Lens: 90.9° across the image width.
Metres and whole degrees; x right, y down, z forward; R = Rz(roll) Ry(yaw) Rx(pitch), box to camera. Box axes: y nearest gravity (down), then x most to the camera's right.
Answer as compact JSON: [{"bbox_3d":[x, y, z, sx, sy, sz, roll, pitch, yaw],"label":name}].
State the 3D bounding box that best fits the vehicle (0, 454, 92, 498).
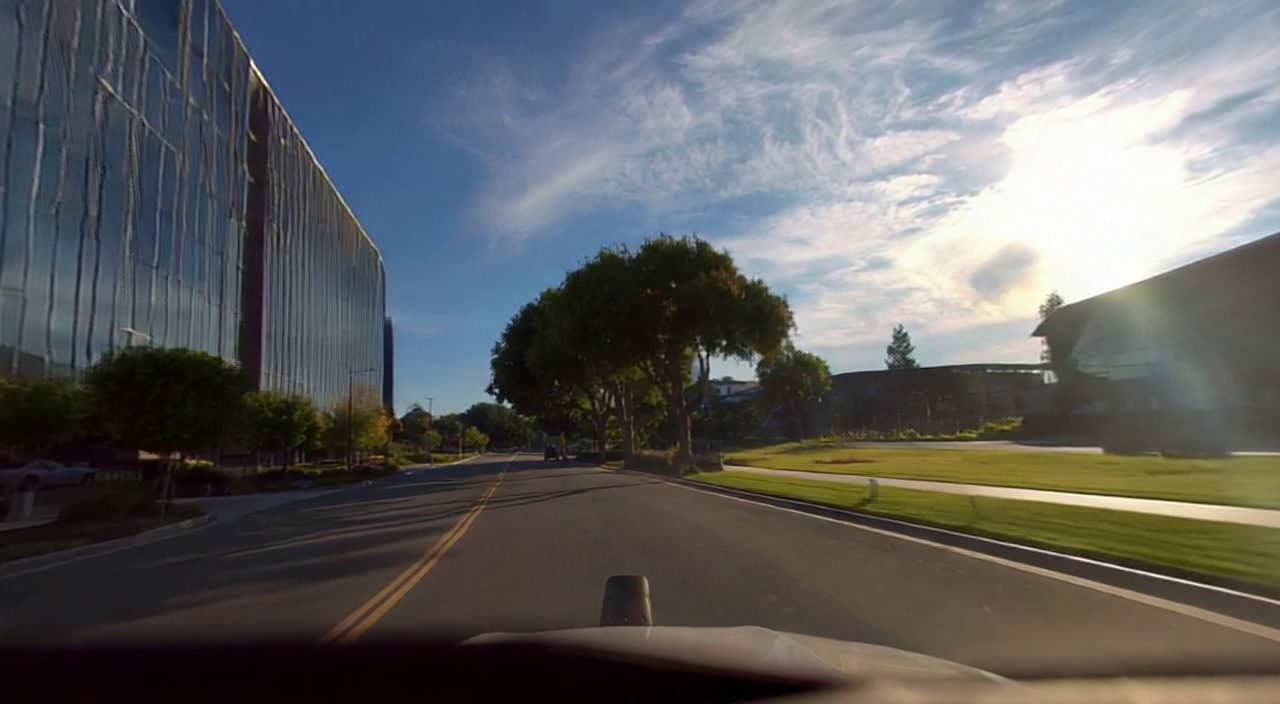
[{"bbox_3d":[-26.432,5.272,27.197,1.929,1.650,4.638,1,-9,-9],"label":"vehicle"}]
